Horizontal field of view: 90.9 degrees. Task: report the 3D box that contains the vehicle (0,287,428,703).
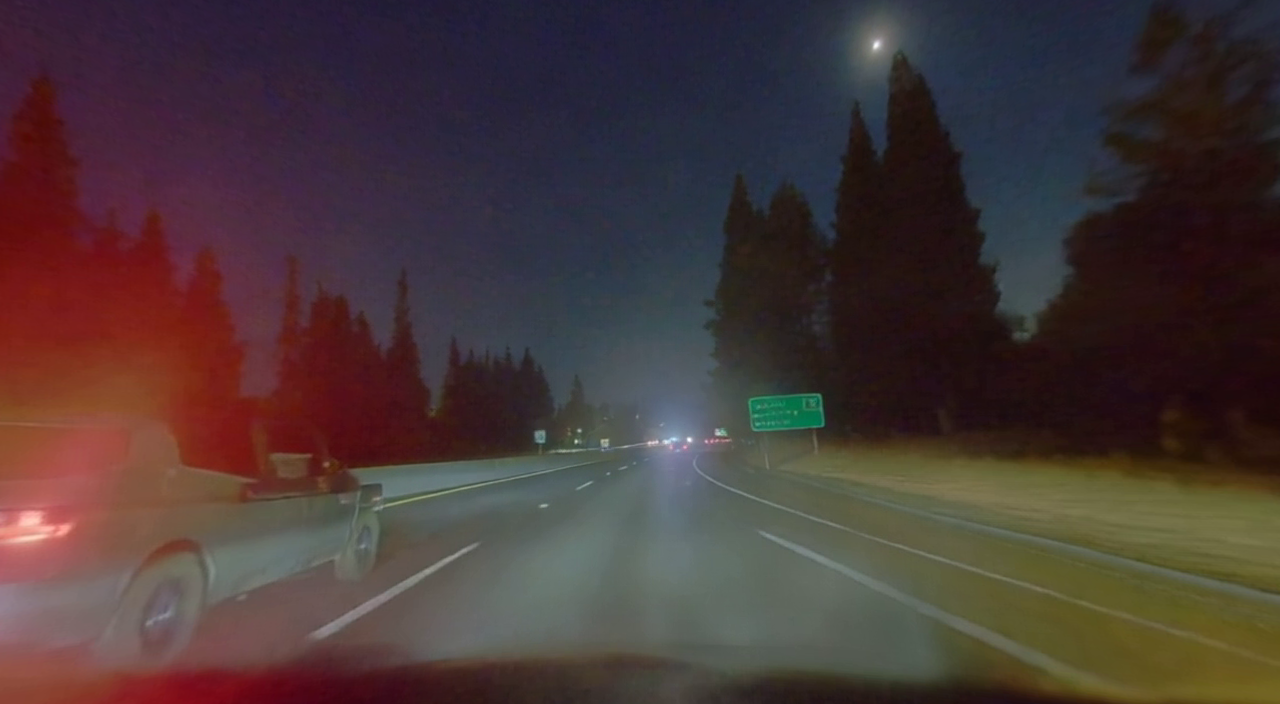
[{"bbox_3d":[-3.466,0.946,4.048,2.143,1.851,5.817,0,-8,0],"label":"vehicle"}]
